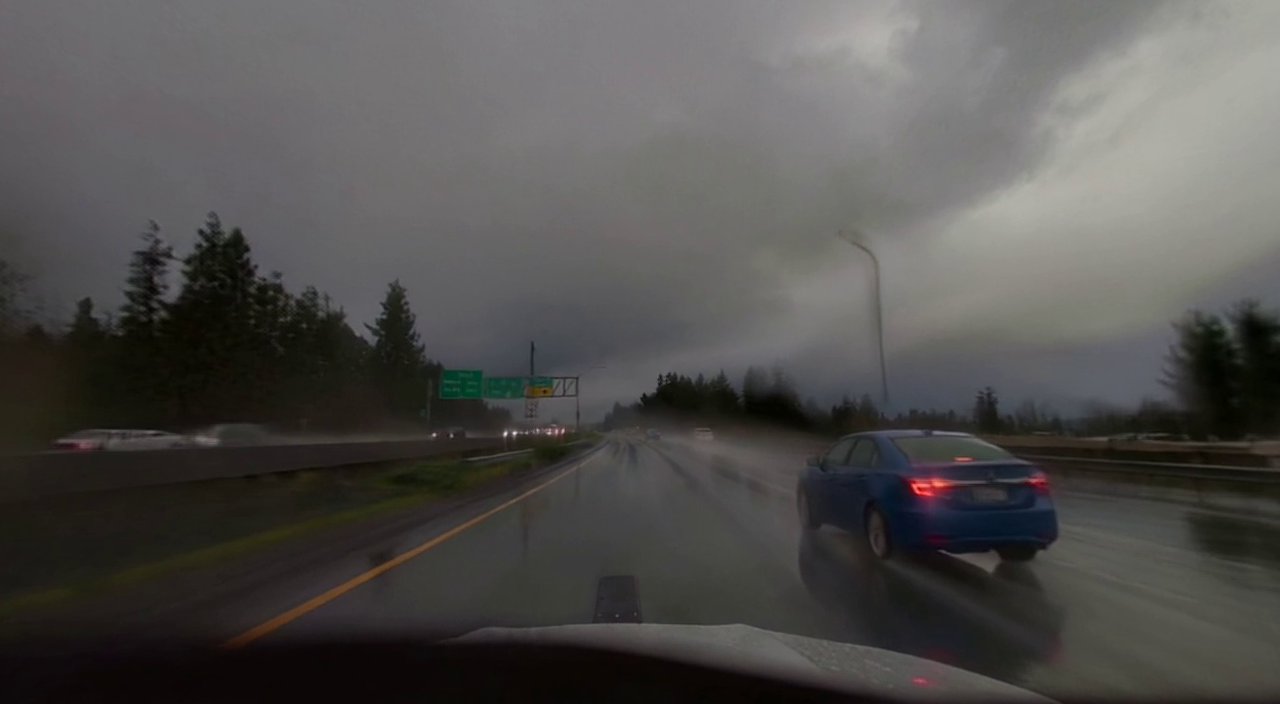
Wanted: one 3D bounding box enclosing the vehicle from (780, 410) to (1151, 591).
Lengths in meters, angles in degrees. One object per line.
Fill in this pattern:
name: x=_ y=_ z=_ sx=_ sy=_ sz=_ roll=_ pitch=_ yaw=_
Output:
vehicle: x=3.099 y=1.486 z=7.240 sx=1.977 sy=1.443 sz=4.225 roll=0 pitch=-8 yaw=-1
